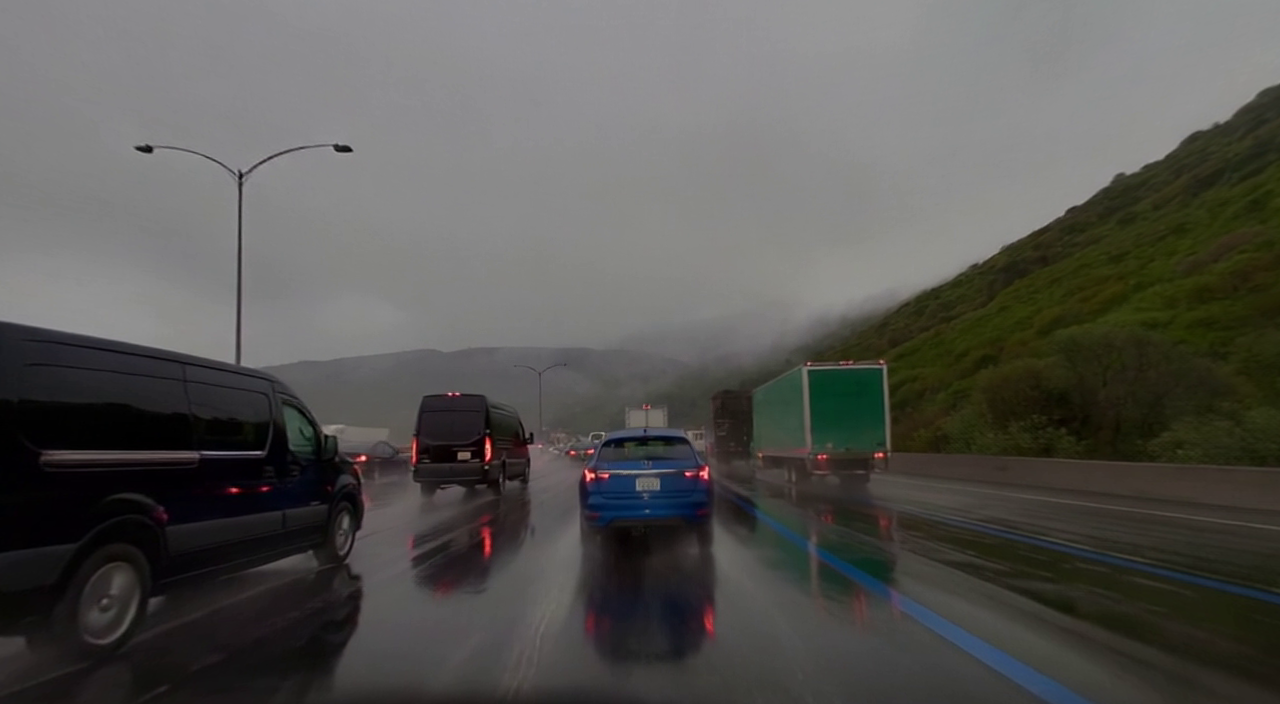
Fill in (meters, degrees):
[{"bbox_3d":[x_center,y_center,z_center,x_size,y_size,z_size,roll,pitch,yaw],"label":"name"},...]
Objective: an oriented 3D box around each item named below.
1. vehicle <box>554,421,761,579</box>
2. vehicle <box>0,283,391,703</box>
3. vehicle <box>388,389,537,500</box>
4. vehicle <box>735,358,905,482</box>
[{"bbox_3d":[0.116,1.719,8.124,2.003,1.499,3.930,0,-8,-2],"label":"vehicle"},{"bbox_3d":[-4.244,1.007,5.079,2.195,2.086,5.445,0,-8,0],"label":"vehicle"},{"bbox_3d":[-4.505,2.520,17.253,2.300,2.522,5.701,-1,-8,1],"label":"vehicle"},{"bbox_3d":[6.485,2.937,25.405,2.977,3.878,11.111,0,-8,-3],"label":"vehicle"}]
